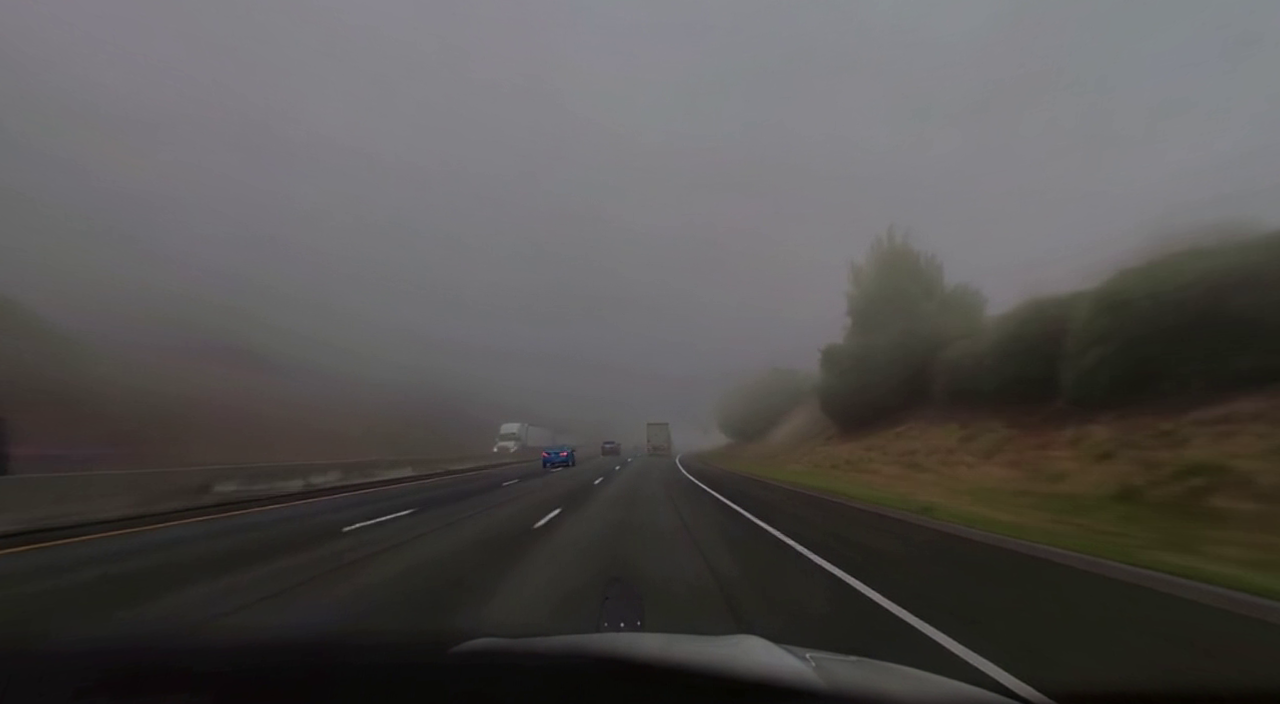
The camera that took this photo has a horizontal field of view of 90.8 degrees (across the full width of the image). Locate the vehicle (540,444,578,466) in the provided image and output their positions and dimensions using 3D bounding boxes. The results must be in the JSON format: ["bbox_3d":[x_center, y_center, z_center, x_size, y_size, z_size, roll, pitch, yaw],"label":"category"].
[{"bbox_3d":[-5.739,7.399,45.319,2.078,1.469,4.371,0,-9,1],"label":"vehicle"}]
